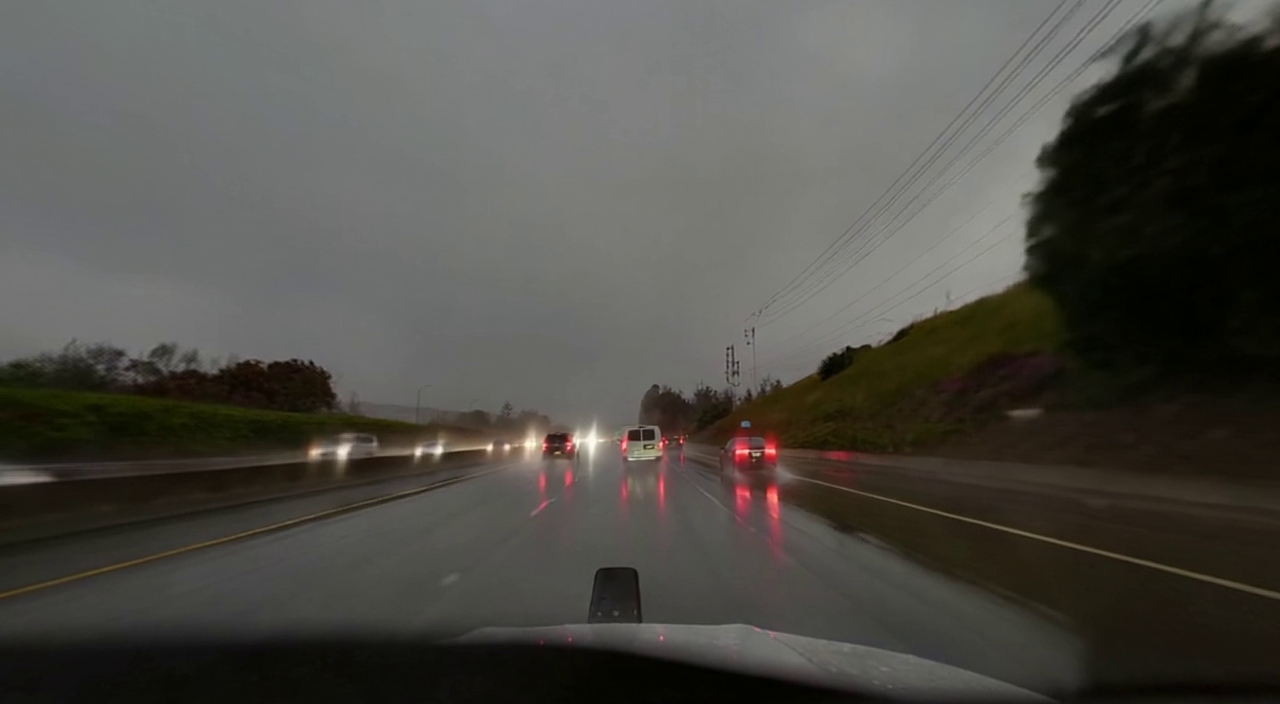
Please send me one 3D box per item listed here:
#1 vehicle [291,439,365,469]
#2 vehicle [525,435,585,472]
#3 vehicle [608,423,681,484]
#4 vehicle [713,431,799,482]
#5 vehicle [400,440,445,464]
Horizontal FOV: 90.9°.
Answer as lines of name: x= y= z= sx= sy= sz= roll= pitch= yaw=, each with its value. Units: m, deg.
vehicle: x=-18.789 y=6.127 z=38.224 sx=2.050 sy=1.716 sz=4.775 roll=0 pitch=-8 yaw=-1
vehicle: x=-3.756 y=4.541 z=28.601 sx=2.093 sy=1.517 sz=4.648 roll=0 pitch=-8 yaw=0
vehicle: x=0.088 y=3.320 z=21.019 sx=2.159 sy=1.811 sz=4.238 roll=0 pitch=-8 yaw=-1
vehicle: x=3.889 y=3.556 z=21.937 sx=1.923 sy=1.562 sz=4.691 roll=0 pitch=-8 yaw=-2
vehicle: x=-14.885 y=6.837 z=43.297 sx=1.806 sy=1.476 sz=3.868 roll=0 pitch=-8 yaw=-2
